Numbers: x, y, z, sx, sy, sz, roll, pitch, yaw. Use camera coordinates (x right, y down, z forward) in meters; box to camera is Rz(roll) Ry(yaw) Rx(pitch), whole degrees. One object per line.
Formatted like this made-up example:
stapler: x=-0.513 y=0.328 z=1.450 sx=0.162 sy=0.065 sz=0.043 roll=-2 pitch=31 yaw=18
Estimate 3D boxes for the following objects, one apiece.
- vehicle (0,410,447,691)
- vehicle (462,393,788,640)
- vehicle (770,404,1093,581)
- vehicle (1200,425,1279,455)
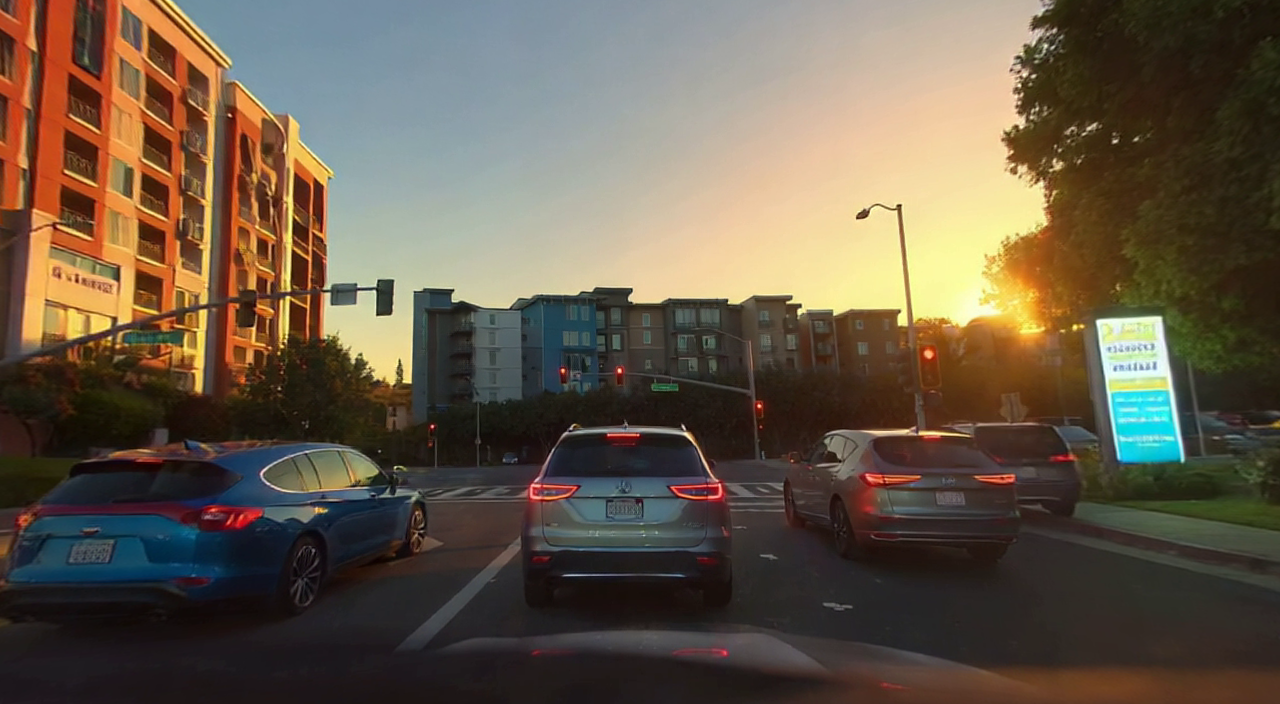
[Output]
vehicle: x=-3.543 y=1.426 z=5.821 sx=1.906 sy=1.524 sz=4.547 roll=0 pitch=-8 yaw=2
vehicle: x=-0.122 y=1.425 z=6.474 sx=2.195 sy=1.662 sz=4.262 roll=0 pitch=-8 yaw=-1
vehicle: x=3.215 y=1.658 z=8.251 sx=2.004 sy=1.646 sz=4.554 roll=0 pitch=-8 yaw=0
vehicle: x=31.784 y=4.531 z=32.332 sx=4.585 sy=1.446 sz=1.976 roll=1 pitch=-9 yaw=-9
